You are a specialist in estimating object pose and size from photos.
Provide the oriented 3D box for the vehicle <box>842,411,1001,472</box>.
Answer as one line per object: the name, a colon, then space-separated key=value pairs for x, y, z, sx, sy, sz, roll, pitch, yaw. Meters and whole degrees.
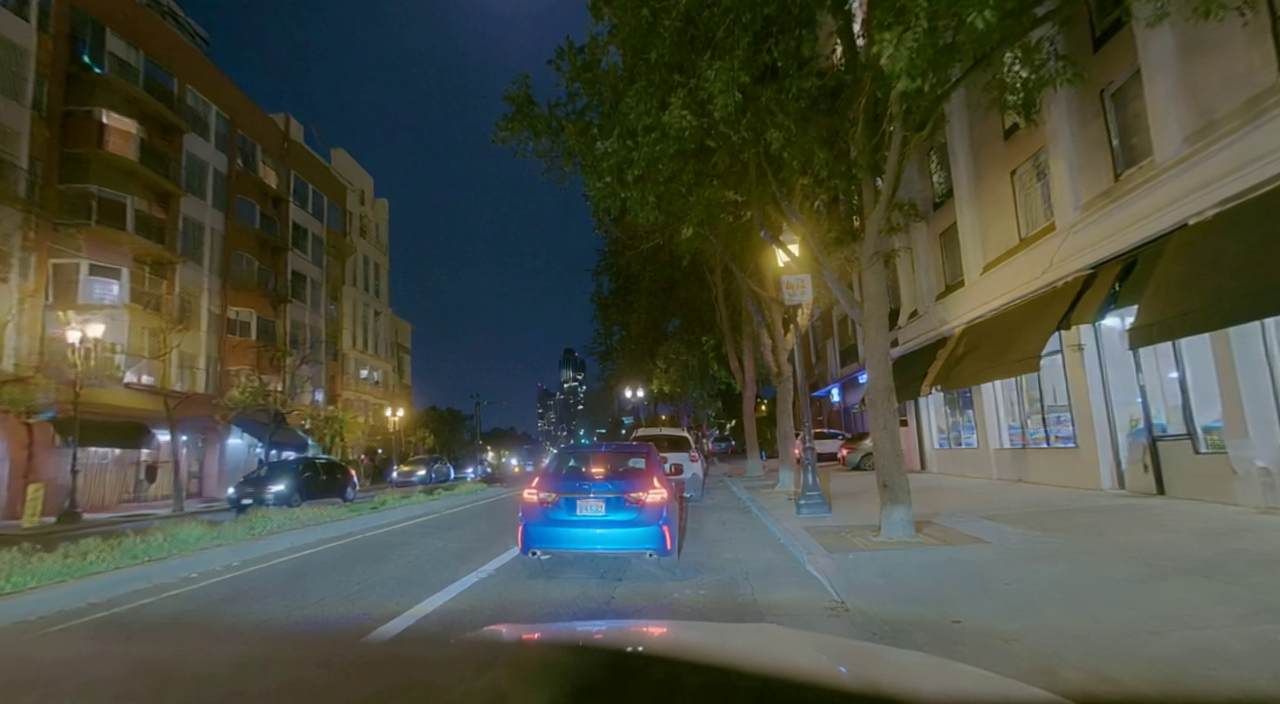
vehicle: x=9.023 y=2.830 z=20.225 sx=4.558 sy=1.528 sz=1.915 roll=-1 pitch=-7 yaw=-23

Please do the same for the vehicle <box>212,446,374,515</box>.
vehicle: x=-11.010 y=4.064 z=20.580 sx=2.081 sy=1.718 sz=5.342 roll=-6 pitch=-9 yaw=3

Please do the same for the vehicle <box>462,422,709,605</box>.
vehicle: x=-0.274 y=1.632 z=7.295 sx=1.939 sy=1.478 sz=3.922 roll=-1 pitch=-8 yaw=9

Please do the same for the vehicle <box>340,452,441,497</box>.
vehicle: x=-10.262 y=5.028 z=26.271 sx=1.826 sy=1.432 sz=4.556 roll=-7 pitch=-9 yaw=8
